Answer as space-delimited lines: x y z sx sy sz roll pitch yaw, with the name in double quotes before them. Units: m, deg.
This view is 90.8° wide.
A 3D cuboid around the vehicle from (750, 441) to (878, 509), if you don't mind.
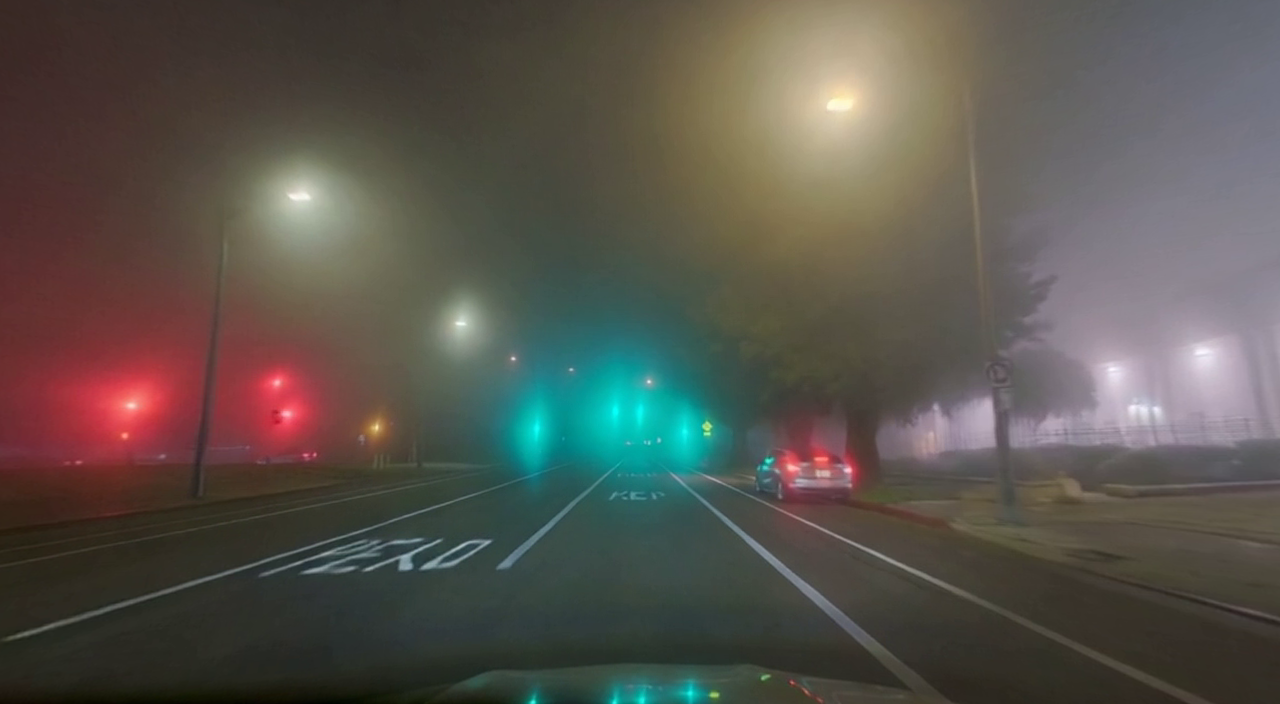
"vehicle" 4.242 3.043 16.232 1.856 1.462 4.501 1 -8 -2
